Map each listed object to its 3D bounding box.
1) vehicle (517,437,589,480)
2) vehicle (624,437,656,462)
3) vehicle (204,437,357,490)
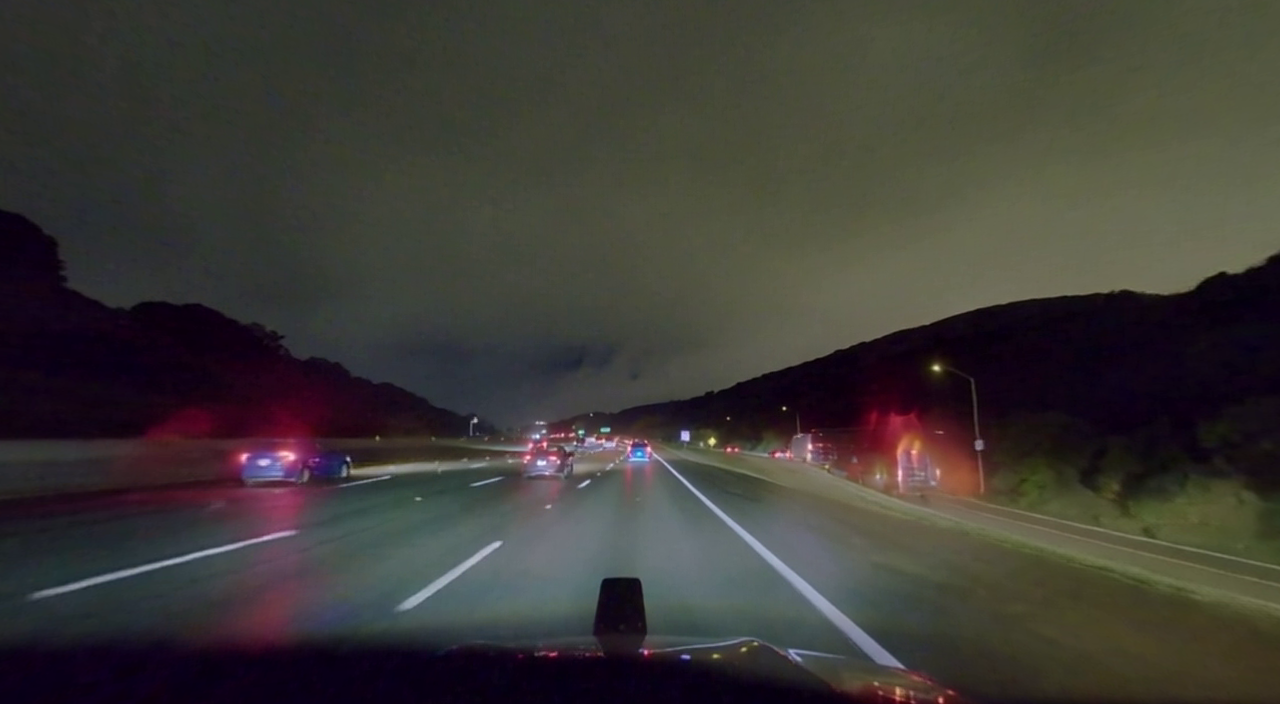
[{"bbox_3d":[-3.317,4.152,24.923,2.080,1.505,4.649,-1,-8,1],"label":"vehicle"},{"bbox_3d":[0.016,6.990,45.291,2.138,1.674,4.044,0,-8,0],"label":"vehicle"},{"bbox_3d":[-11.234,3.496,20.250,1.945,1.466,4.947,-1,-8,1],"label":"vehicle"}]
